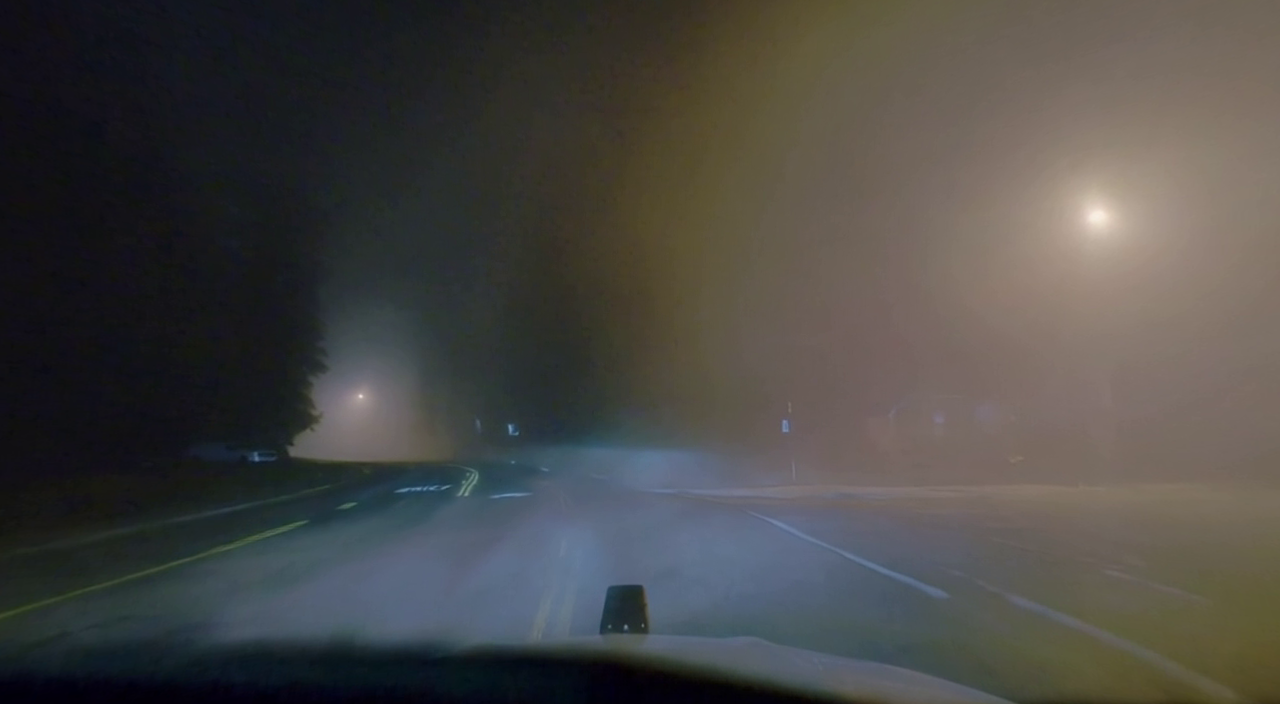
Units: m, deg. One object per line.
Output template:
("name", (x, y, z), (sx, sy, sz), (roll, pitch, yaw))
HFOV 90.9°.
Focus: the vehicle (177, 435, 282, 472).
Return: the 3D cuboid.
("vehicle", (-23.142, 5.704, 35.637), (4.699, 1.996, 2.116), (-2, -9, 11))
